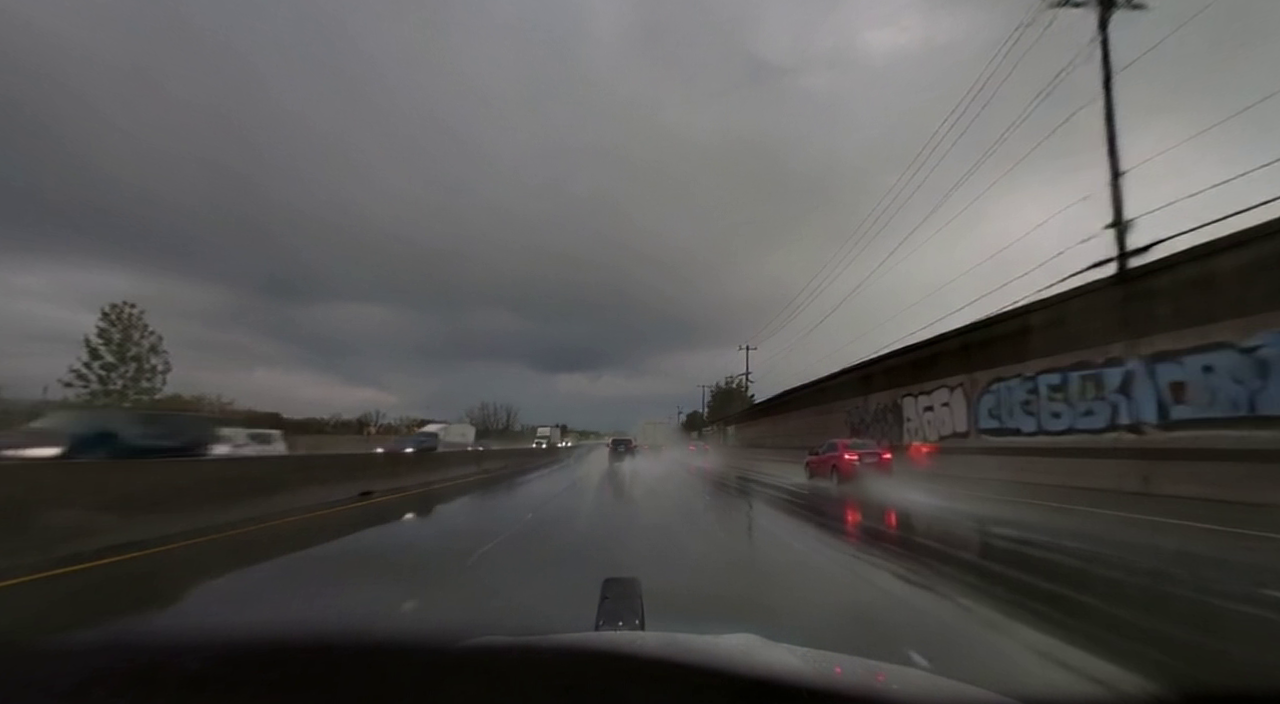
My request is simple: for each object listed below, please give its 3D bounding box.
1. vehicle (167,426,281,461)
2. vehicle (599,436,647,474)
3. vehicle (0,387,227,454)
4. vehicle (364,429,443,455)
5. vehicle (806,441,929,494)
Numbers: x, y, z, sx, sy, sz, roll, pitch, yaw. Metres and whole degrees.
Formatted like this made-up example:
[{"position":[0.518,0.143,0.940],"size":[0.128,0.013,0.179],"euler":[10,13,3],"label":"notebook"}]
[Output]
[{"position":[-17.584,3.939,26.996],"size":[1.851,1.358,4.433],"euler":[0,-9,0],"label":"vehicle"},{"position":[-0.793,4.934,30.287],"size":[2.191,1.685,3.353],"euler":[0,-9,-1],"label":"vehicle"},{"position":[-10.752,1.457,12.647],"size":[2.021,1.111,4.395],"euler":[0,-9,0],"label":"vehicle"},{"position":[-9.996,3.863,27.001],"size":[1.884,0.990,3.895],"euler":[0,-9,0],"label":"vehicle"},{"position":[7.043,3.612,20.206],"size":[2.018,1.451,4.762],"euler":[0,-9,-2],"label":"vehicle"}]
